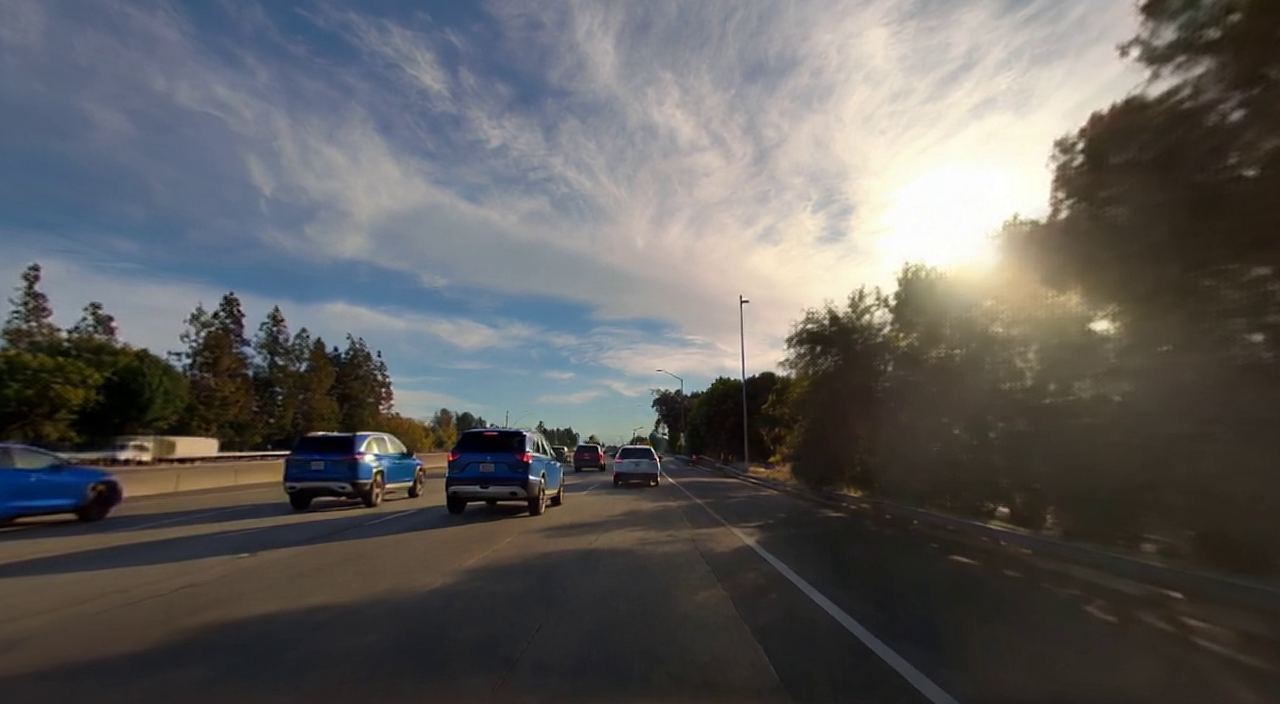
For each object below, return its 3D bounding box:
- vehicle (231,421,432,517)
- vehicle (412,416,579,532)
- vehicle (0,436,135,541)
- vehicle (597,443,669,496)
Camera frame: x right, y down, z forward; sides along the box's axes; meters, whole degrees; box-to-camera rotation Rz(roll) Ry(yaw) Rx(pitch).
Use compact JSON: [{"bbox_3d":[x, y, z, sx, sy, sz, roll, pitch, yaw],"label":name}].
[{"bbox_3d":[-6.750,2.615,14.534,2.162,1.823,4.566,0,-9,2],"label":"vehicle"},{"bbox_3d":[-2.480,2.233,12.044,2.123,1.798,4.108,0,-9,1],"label":"vehicle"},{"bbox_3d":[-10.247,1.956,9.026,2.126,1.480,4.589,0,-9,1],"label":"vehicle"},{"bbox_3d":[-0.197,3.652,20.022,2.068,1.488,4.045,0,-9,0],"label":"vehicle"}]
